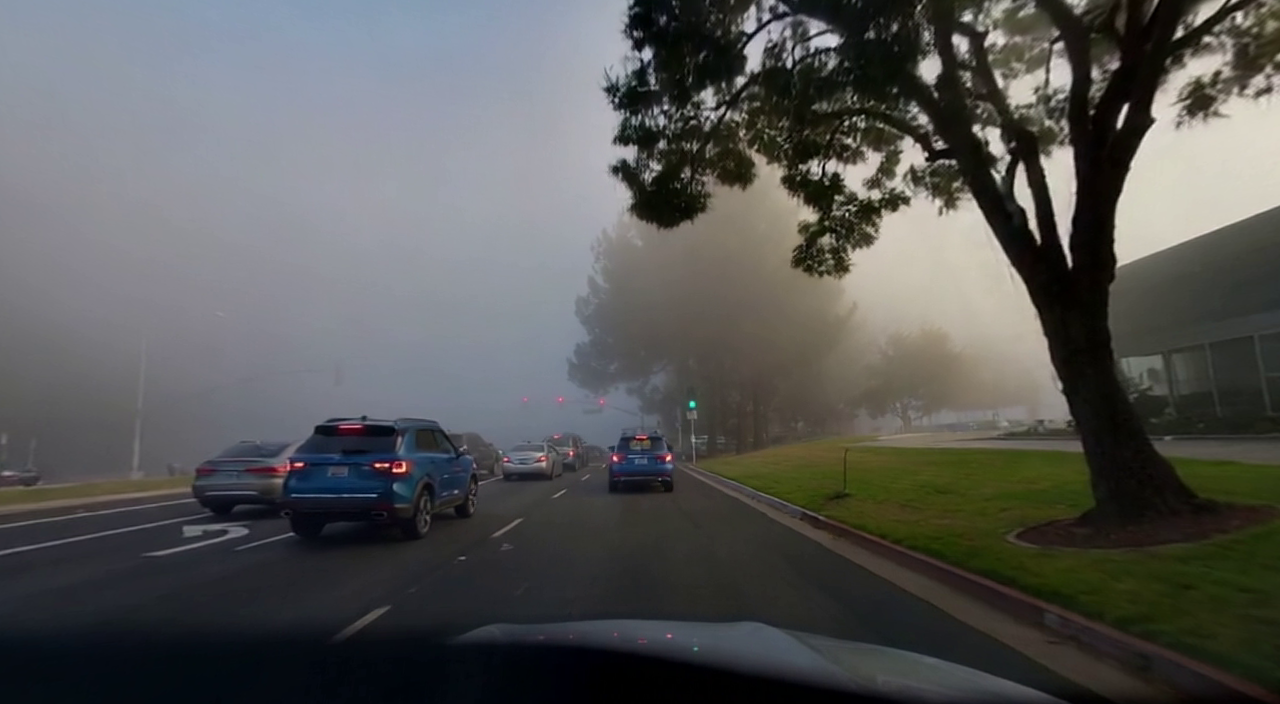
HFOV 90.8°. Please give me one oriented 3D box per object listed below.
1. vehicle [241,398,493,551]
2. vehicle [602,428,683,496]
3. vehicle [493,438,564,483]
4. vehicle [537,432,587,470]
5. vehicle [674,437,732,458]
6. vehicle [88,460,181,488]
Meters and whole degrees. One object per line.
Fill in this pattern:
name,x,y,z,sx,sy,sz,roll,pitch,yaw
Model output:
vehicle,-4.097,1.944,10.725,2.088,1.947,5.119,0,-8,-1
vehicle,0.058,3.104,18.121,2.055,1.681,4.270,0,-8,0
vehicle,-4.131,4.093,24.135,1.942,1.523,4.212,0,-8,0
vehicle,-3.944,5.146,32.864,2.043,1.813,4.549,0,-8,0
vehicle,4.873,7.392,48.913,4.265,1.498,1.826,-2,-9,11
vehicle,-31.277,7.526,39.301,1.906,1.478,4.784,0,-8,-2
